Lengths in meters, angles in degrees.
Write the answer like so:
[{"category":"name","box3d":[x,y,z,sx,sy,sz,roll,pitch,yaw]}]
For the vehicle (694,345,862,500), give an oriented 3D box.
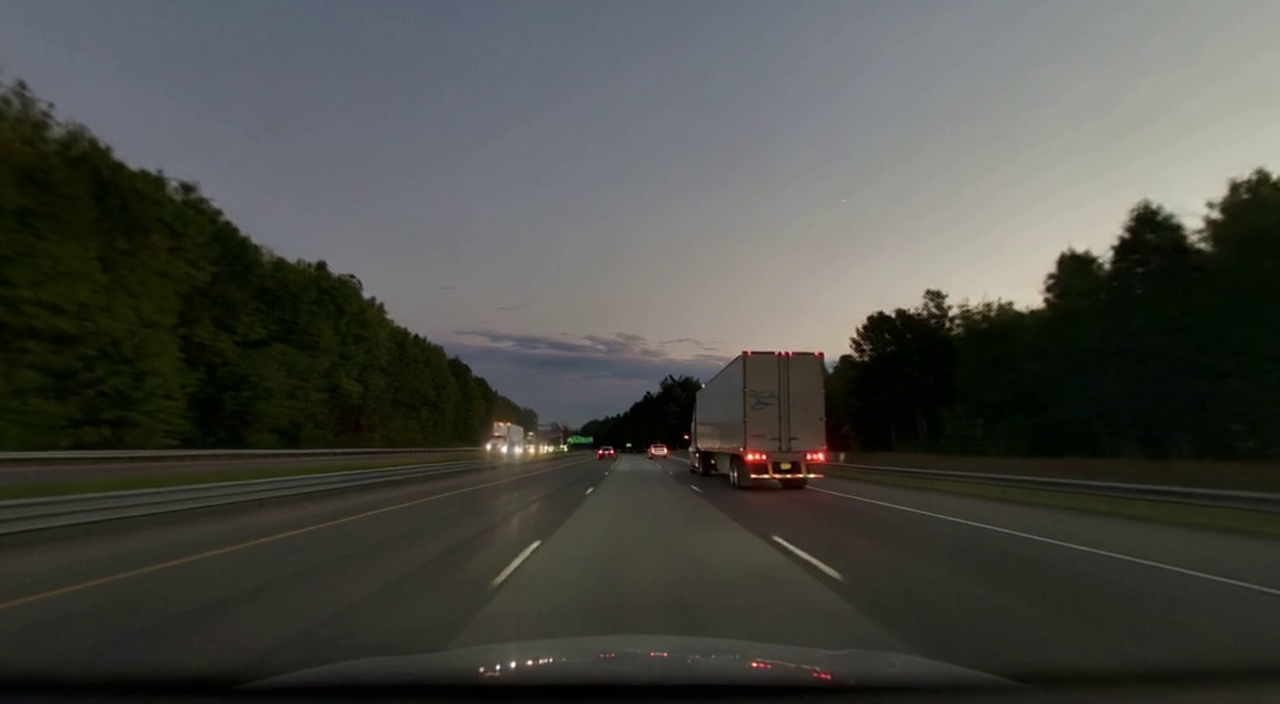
[{"category":"vehicle","box3d":[4.149,2.842,23.067,2.950,4.033,13.276,0,-9,-1]}]
